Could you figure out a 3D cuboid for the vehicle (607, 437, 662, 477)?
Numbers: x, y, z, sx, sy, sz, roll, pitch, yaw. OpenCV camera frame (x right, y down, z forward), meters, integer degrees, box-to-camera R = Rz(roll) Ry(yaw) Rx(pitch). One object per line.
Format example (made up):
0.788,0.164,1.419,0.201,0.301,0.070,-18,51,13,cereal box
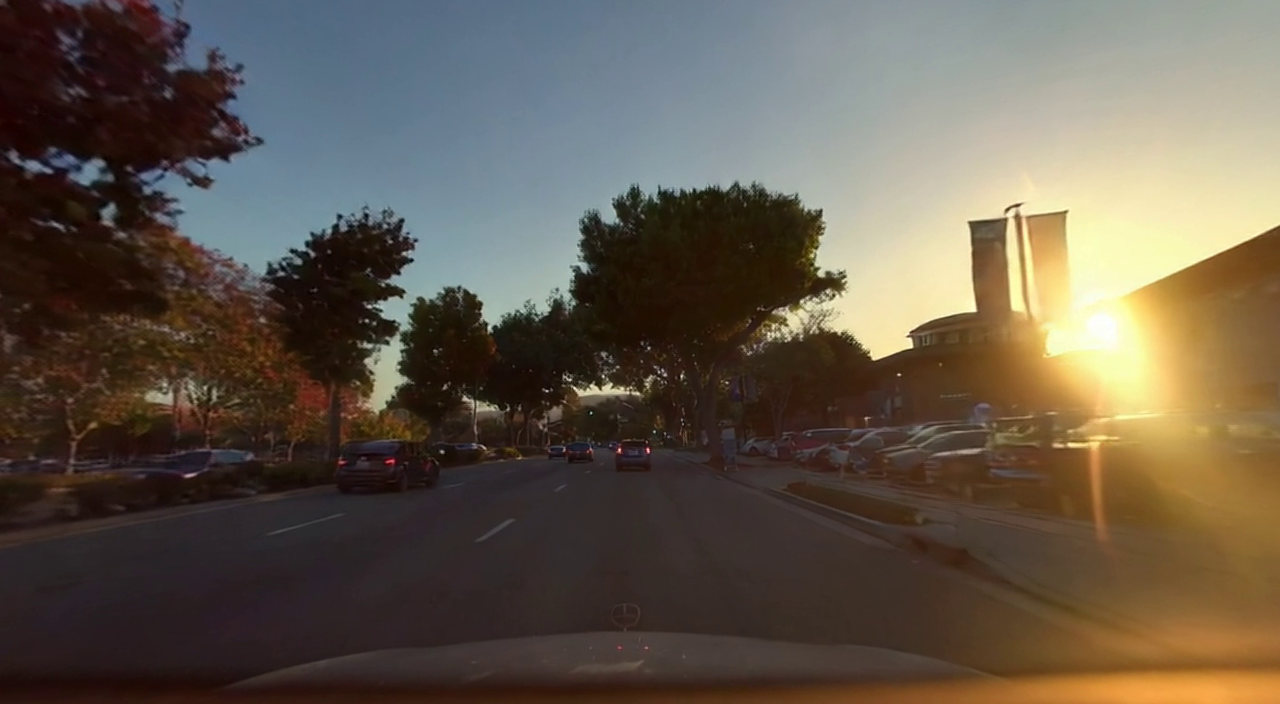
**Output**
-0.255,4.205,25.509,2.061,1.469,3.954,0,-8,-2,vehicle

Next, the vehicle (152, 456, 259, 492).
-20.256,5.677,29.701,1.963,1.456,4.339,0,-9,0,vehicle

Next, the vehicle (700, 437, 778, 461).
6.416,6.336,41.191,4.619,1.523,1.873,1,-8,-7,vehicle

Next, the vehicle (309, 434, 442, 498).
-7.714,3.360,19.039,2.038,1.649,4.665,0,-8,-1,vehicle

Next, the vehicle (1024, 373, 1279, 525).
8.918,1.179,8.786,5.463,1.722,2.341,-7,-9,13,vehicle
